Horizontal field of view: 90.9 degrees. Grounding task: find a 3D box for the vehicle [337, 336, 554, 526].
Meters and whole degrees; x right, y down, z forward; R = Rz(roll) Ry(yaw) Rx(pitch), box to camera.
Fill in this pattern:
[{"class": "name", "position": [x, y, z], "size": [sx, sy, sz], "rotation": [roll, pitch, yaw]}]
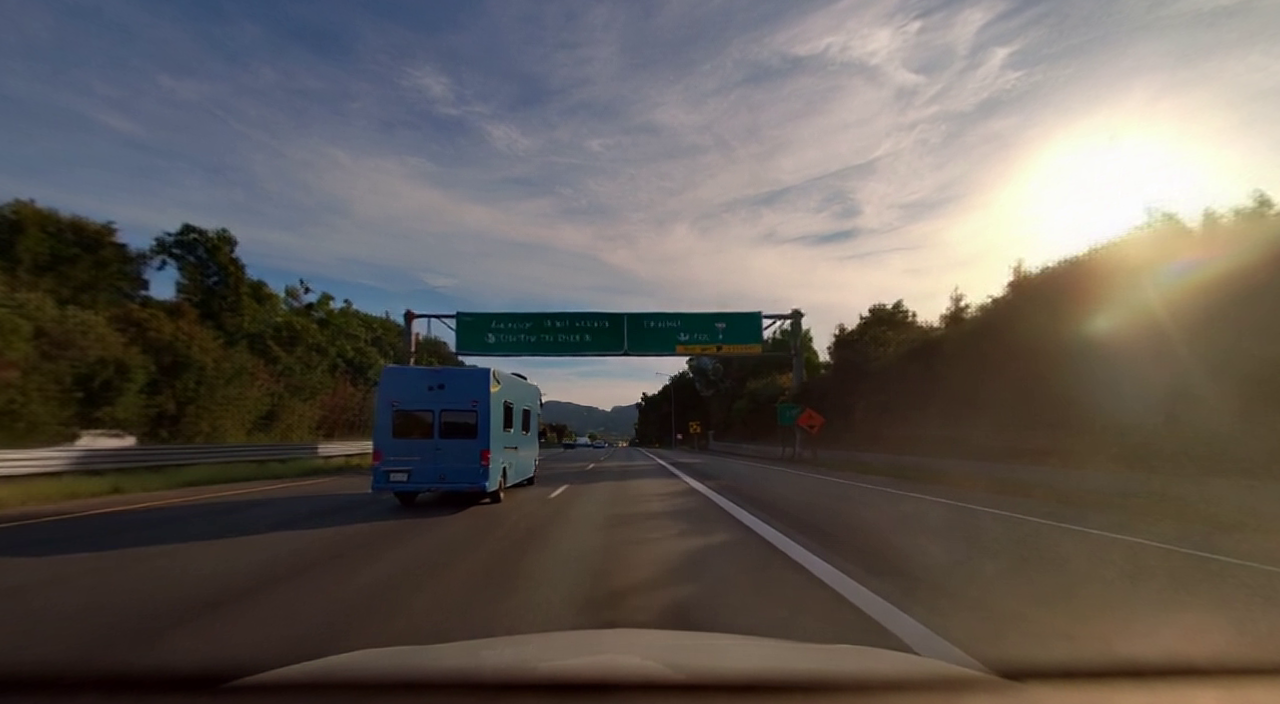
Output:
[{"class": "vehicle", "position": [-3.891, 1.819, 14.729], "size": [2.676, 3.269, 7.388], "rotation": [-1, -7, 1]}]
